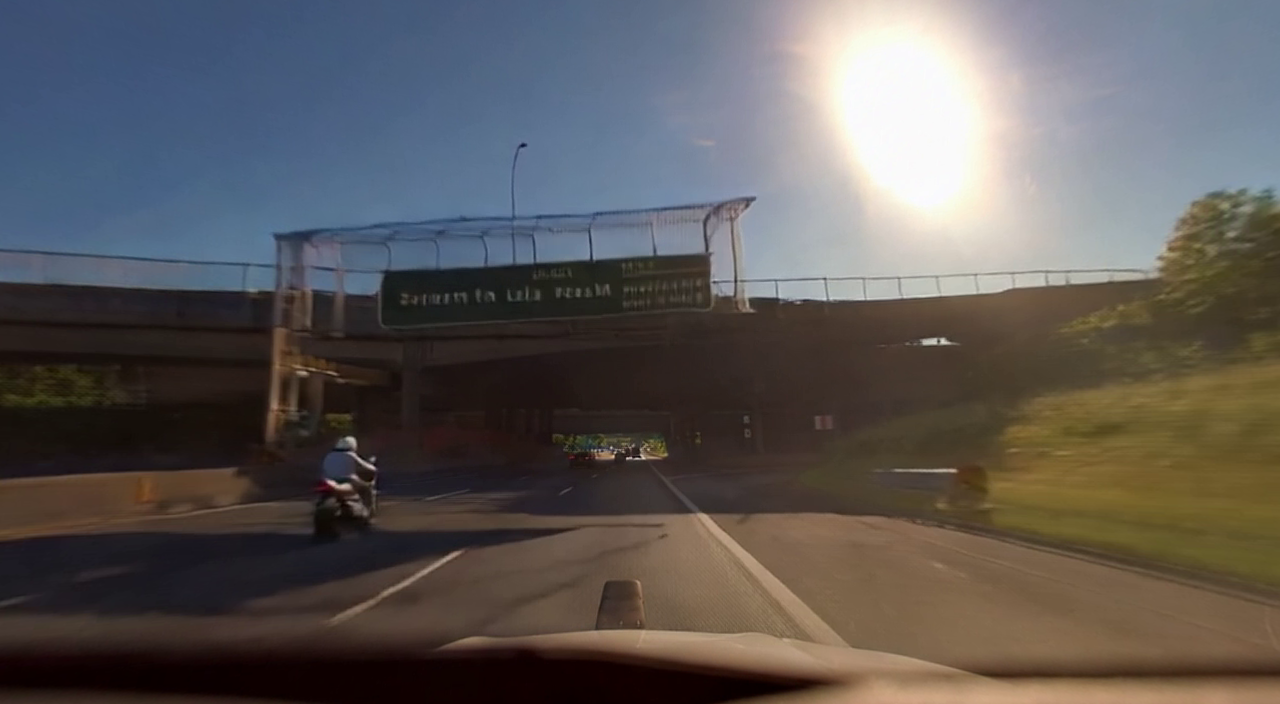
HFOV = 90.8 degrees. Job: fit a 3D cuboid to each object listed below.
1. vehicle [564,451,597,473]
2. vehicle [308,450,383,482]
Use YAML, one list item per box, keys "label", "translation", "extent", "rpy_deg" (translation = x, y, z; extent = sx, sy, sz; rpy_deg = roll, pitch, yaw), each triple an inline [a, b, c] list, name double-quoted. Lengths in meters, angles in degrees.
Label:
- label: "vehicle"
  translation: [-4.237, 7.916, 45.745]
  extent: [1.992, 1.504, 4.117]
  rpy_deg: [0, -9, 0]
- label: "vehicle"
  translation: [-16.376, 6.337, 35.333]
  extent: [1.951, 1.637, 4.647]
  rpy_deg: [0, -9, 0]
